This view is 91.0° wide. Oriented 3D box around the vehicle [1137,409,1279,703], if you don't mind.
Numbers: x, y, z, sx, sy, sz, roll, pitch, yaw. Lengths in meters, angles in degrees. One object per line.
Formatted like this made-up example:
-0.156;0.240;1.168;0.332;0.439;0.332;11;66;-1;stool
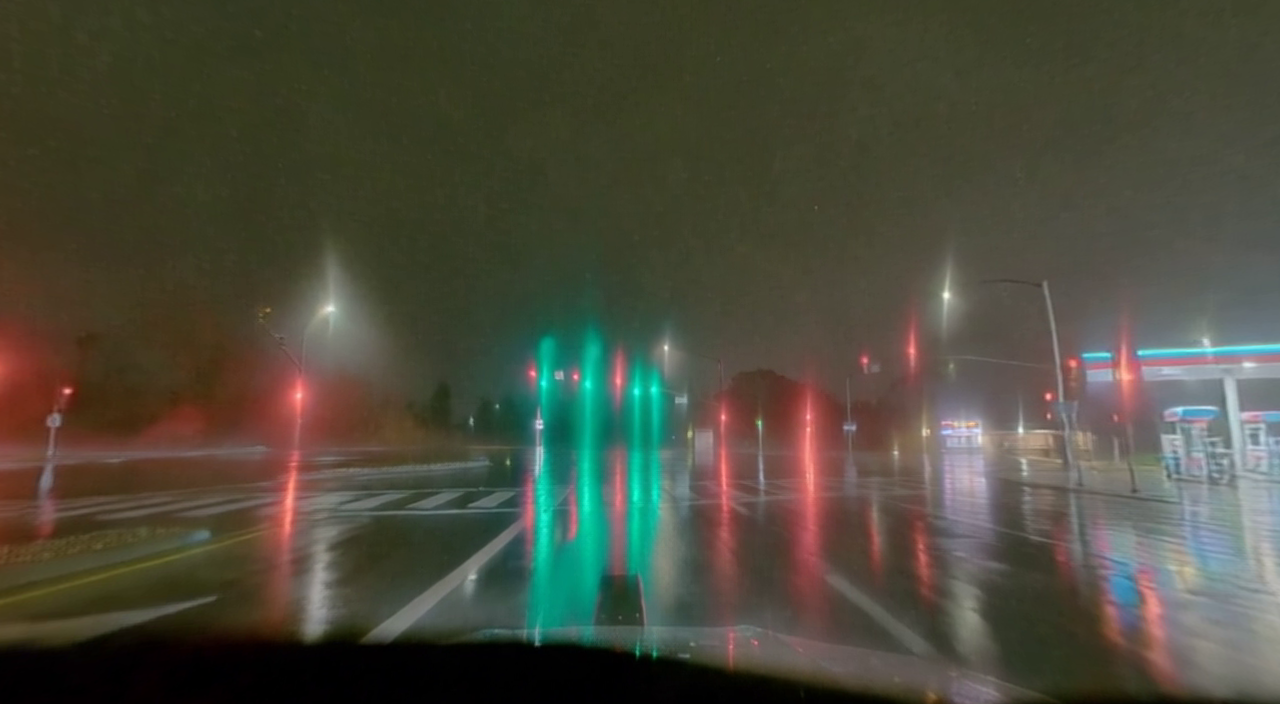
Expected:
3.252;0.676;0.530;2.023;1.437;4.477;0;-8;0;vehicle
